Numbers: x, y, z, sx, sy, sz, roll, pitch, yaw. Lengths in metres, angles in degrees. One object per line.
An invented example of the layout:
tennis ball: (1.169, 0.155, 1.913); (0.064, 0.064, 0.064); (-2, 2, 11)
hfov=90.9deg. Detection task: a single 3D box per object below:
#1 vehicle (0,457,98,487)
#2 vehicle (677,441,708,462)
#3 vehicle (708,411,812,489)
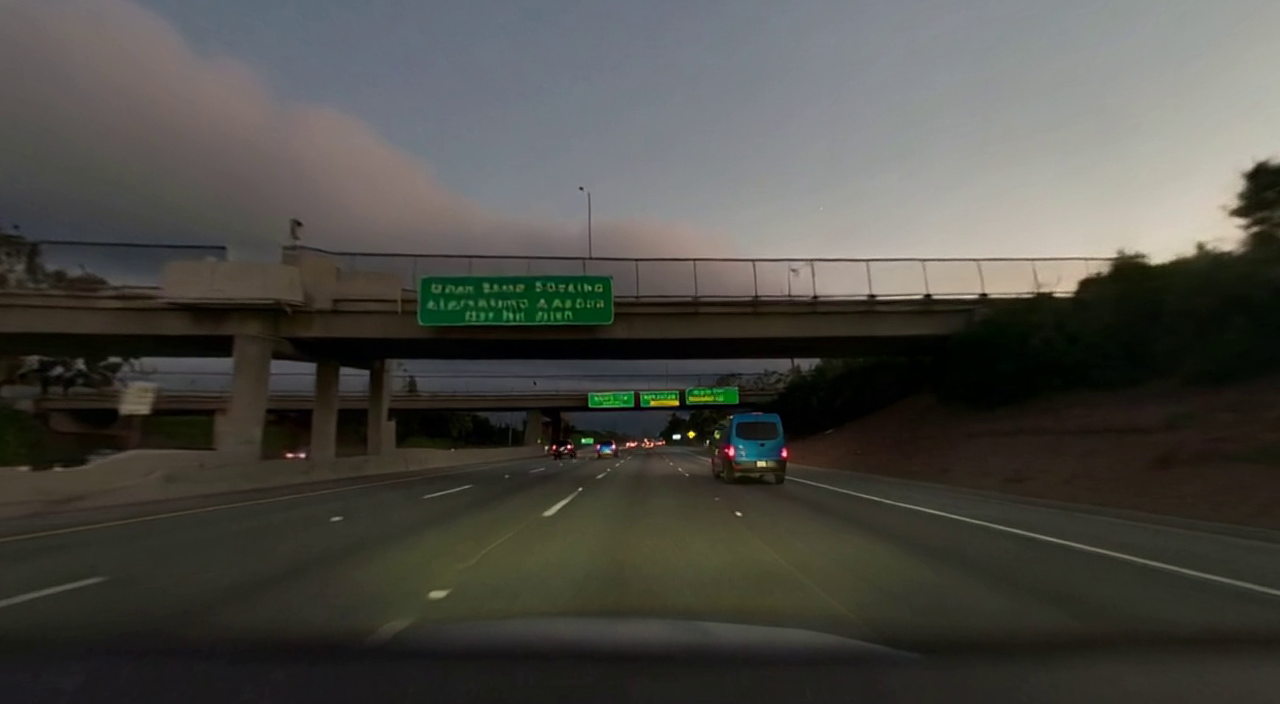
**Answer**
vehicle: (-34.034, 6.802, 36.065); (1.875, 1.493, 4.752); (0, -8, 0)
vehicle: (3.900, 7.424, 47.207); (1.883, 1.456, 4.044); (0, -8, -1)
vehicle: (3.784, 3.247, 21.087); (2.347, 2.234, 5.352); (0, -8, -1)
